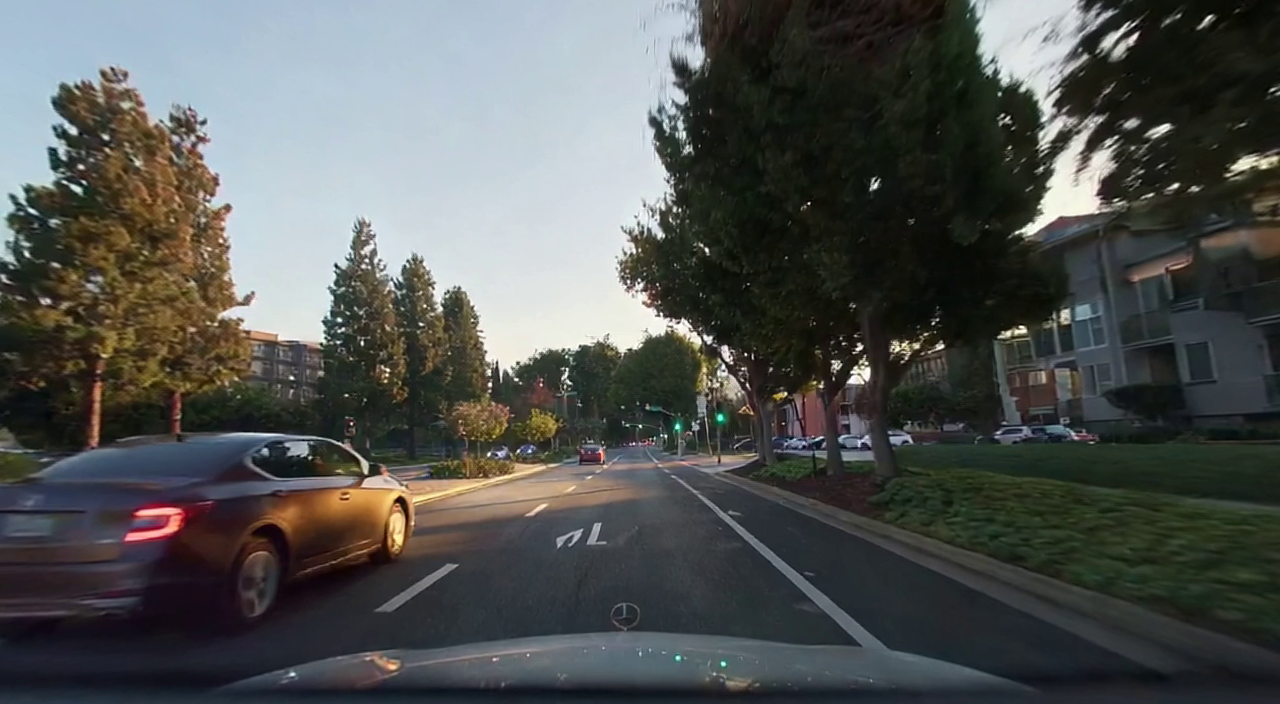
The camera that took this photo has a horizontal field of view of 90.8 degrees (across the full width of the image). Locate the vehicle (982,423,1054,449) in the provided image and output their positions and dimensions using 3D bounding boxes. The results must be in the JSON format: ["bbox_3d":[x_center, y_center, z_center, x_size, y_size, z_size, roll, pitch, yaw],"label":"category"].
[{"bbox_3d":[27.181,6.139,45.648,1.837,1.720,4.764,1,-9,-7],"label":"vehicle"}]

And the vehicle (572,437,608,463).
[{"bbox_3d":[-3.510,7.019,45.221,2.138,1.733,4.427,0,-8,0],"label":"vehicle"}]

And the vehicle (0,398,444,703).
[{"bbox_3d":[-3.467,1.325,5.354,2.011,1.498,4.914,0,-8,0],"label":"vehicle"}]
